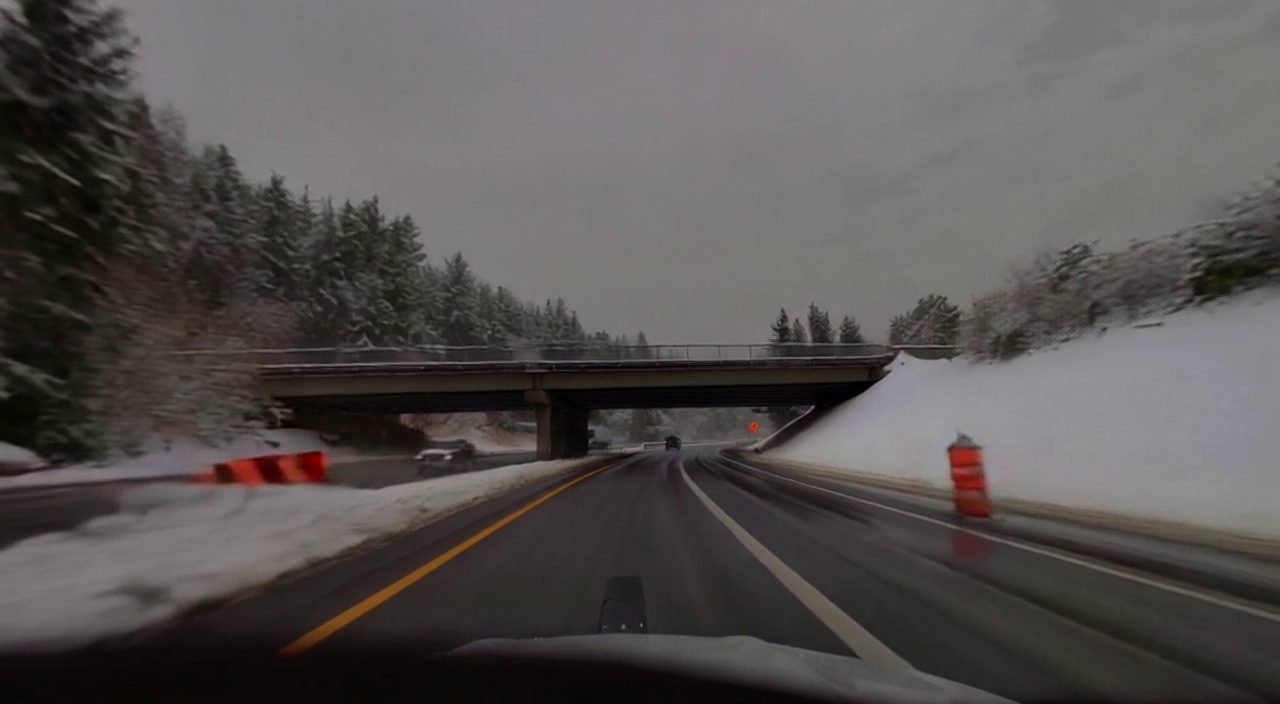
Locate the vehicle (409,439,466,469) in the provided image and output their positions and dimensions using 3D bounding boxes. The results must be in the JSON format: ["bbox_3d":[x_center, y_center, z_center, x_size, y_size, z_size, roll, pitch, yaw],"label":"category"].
[{"bbox_3d":[-9.962,5.012,31.247,1.667,1.399,3.428,0,-8,1],"label":"vehicle"}]
